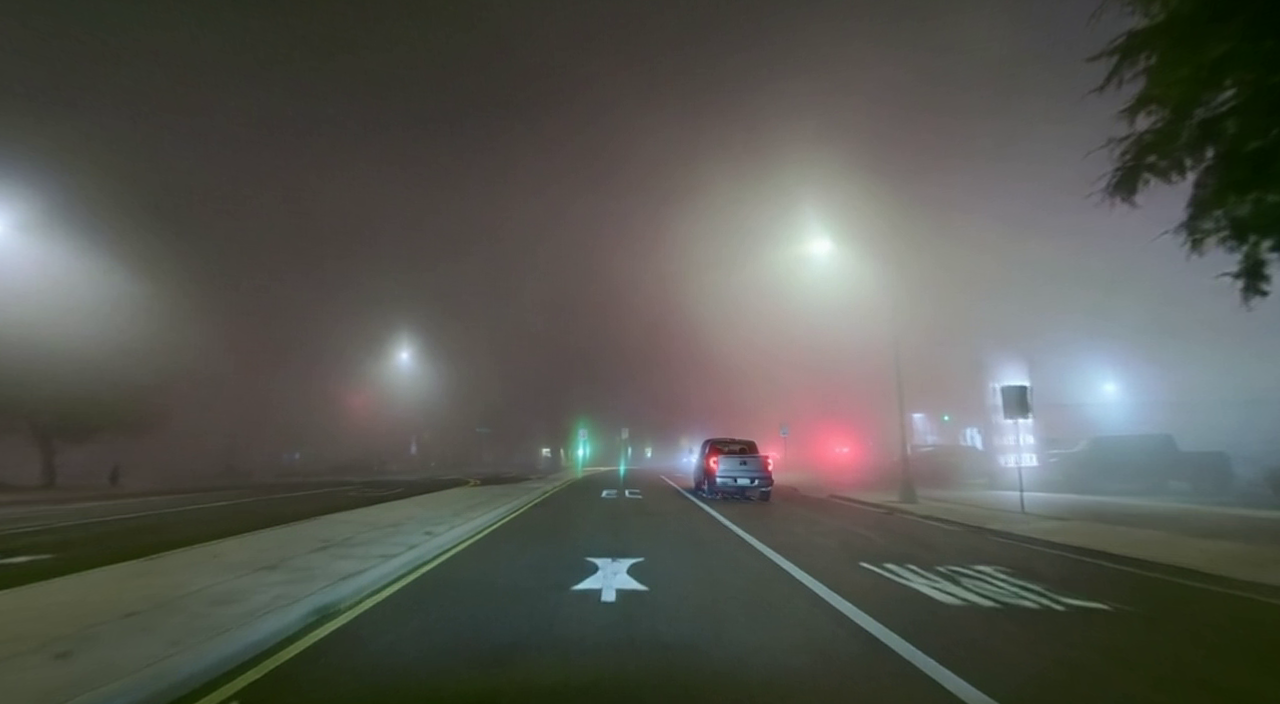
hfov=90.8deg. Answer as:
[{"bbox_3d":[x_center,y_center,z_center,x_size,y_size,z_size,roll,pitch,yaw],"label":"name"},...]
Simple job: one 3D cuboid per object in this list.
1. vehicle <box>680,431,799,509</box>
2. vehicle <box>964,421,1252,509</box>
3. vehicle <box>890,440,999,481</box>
[{"bbox_3d":[2.677,3.369,18.709,2.402,1.922,5.677,0,-8,-2],"label":"vehicle"},{"bbox_3d":[15.367,3.772,21.188,7.551,2.142,2.896,5,-10,-2],"label":"vehicle"},{"bbox_3d":[16.608,5.937,34.708,4.765,1.678,2.228,-5,-3,5],"label":"vehicle"}]
